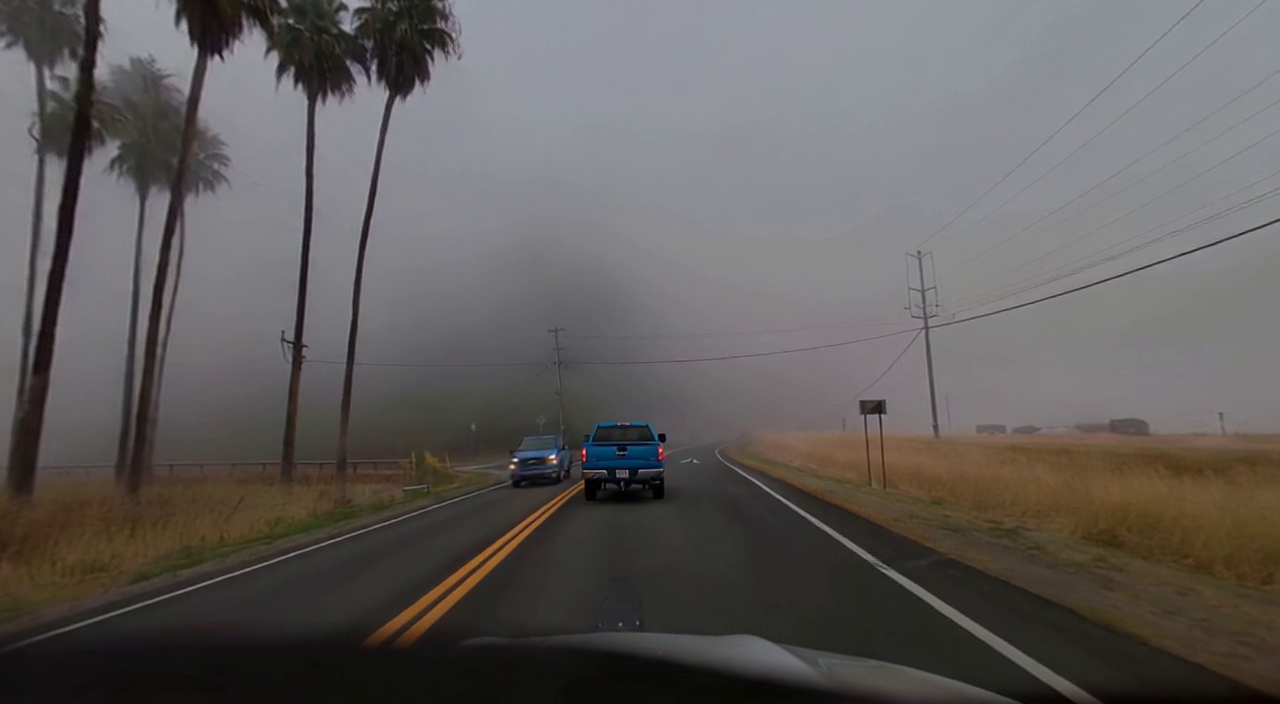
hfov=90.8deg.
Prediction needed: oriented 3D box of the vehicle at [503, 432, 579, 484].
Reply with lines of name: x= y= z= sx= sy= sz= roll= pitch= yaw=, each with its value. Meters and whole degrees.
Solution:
vehicle: x=-4.040 y=4.452 z=26.715 sx=2.276 sy=1.965 sz=5.009 roll=0 pitch=-9 yaw=1

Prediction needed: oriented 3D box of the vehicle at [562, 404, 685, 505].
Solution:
vehicle: x=-0.403 y=2.709 z=16.979 sx=2.693 sy=2.223 sz=5.885 roll=0 pitch=-9 yaw=-1
